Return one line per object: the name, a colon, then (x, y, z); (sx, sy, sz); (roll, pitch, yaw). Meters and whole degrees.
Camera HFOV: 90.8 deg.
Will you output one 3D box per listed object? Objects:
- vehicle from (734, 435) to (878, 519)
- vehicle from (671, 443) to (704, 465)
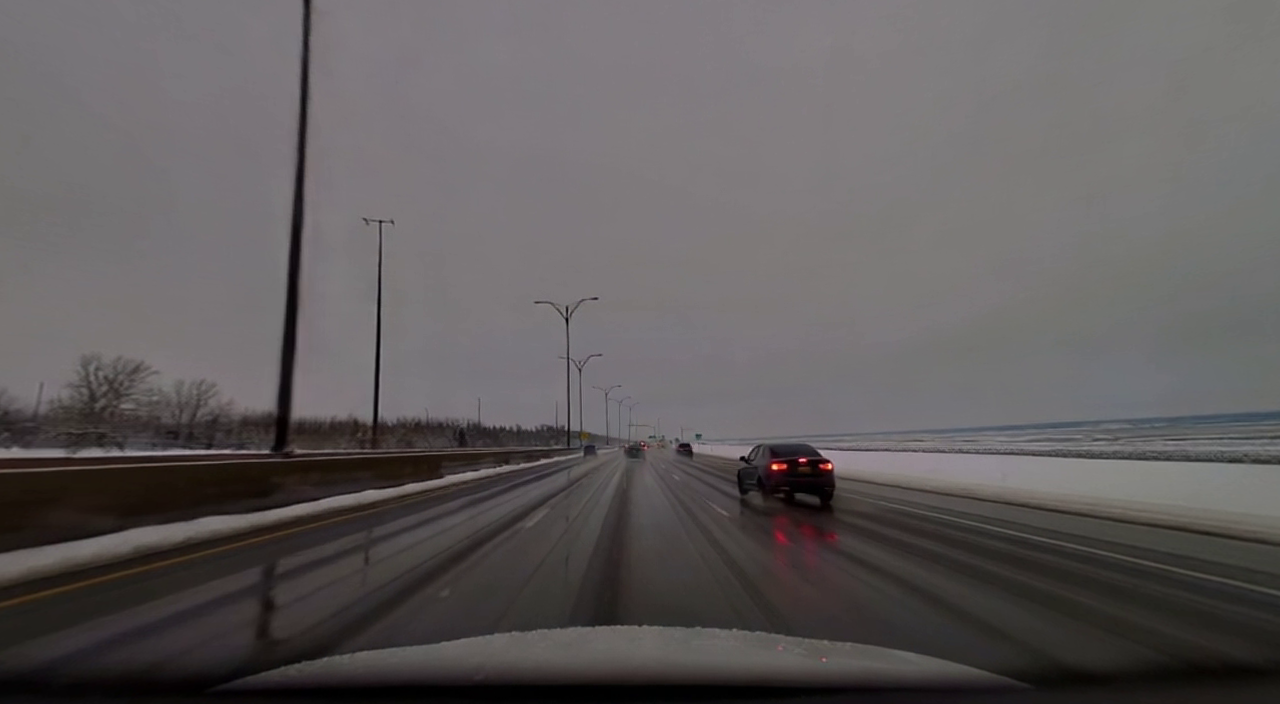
vehicle: (3.327, 2.594, 13.656); (1.890, 1.490, 4.373); (0, -9, -1)
vehicle: (3.509, 7.655, 47.465); (2.000, 1.533, 4.438); (0, -9, -1)
